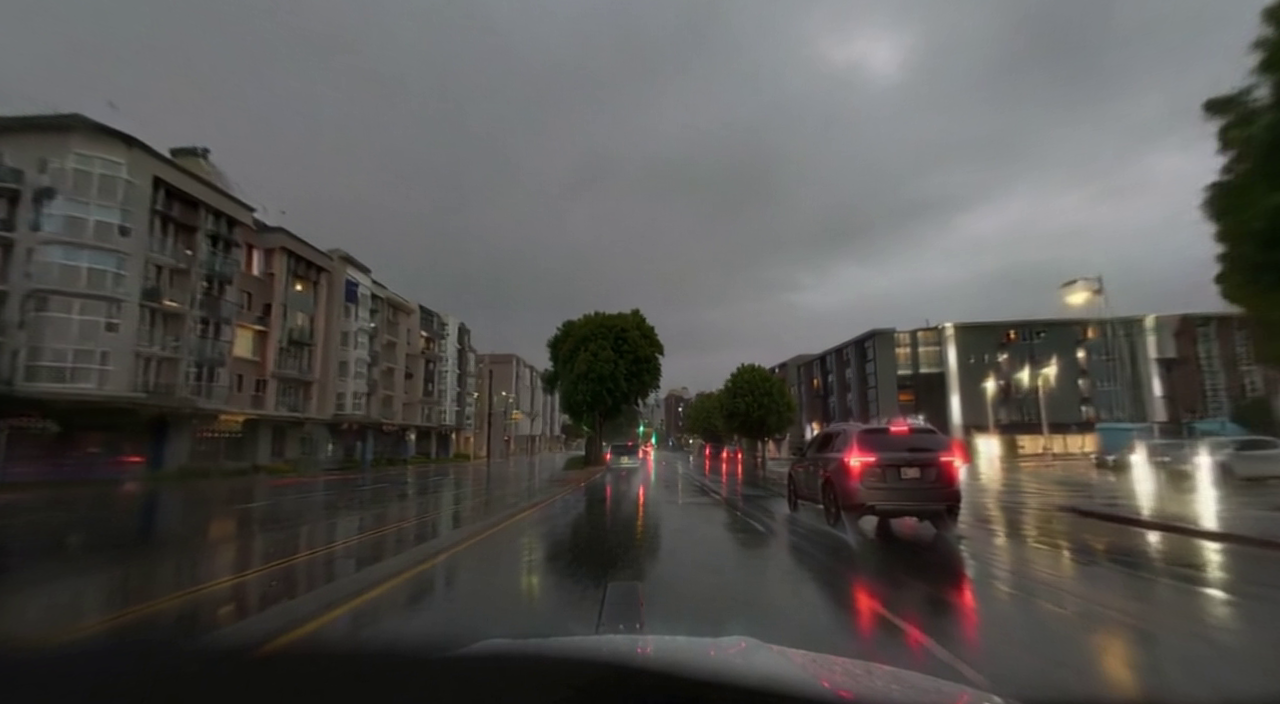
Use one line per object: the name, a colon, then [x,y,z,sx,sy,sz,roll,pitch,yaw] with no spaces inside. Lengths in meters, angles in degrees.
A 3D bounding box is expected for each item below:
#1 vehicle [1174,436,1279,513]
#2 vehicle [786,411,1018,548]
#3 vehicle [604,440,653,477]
vehicle: [14.498,2.521,13.340,4.607,1.466,2.053,0,-9,-3]
vehicle: [3.810,1.926,10.112,1.949,1.723,4.020,0,-8,0]
vehicle: [-0.432,4.568,27.359,2.006,1.487,3.535,0,-8,1]
